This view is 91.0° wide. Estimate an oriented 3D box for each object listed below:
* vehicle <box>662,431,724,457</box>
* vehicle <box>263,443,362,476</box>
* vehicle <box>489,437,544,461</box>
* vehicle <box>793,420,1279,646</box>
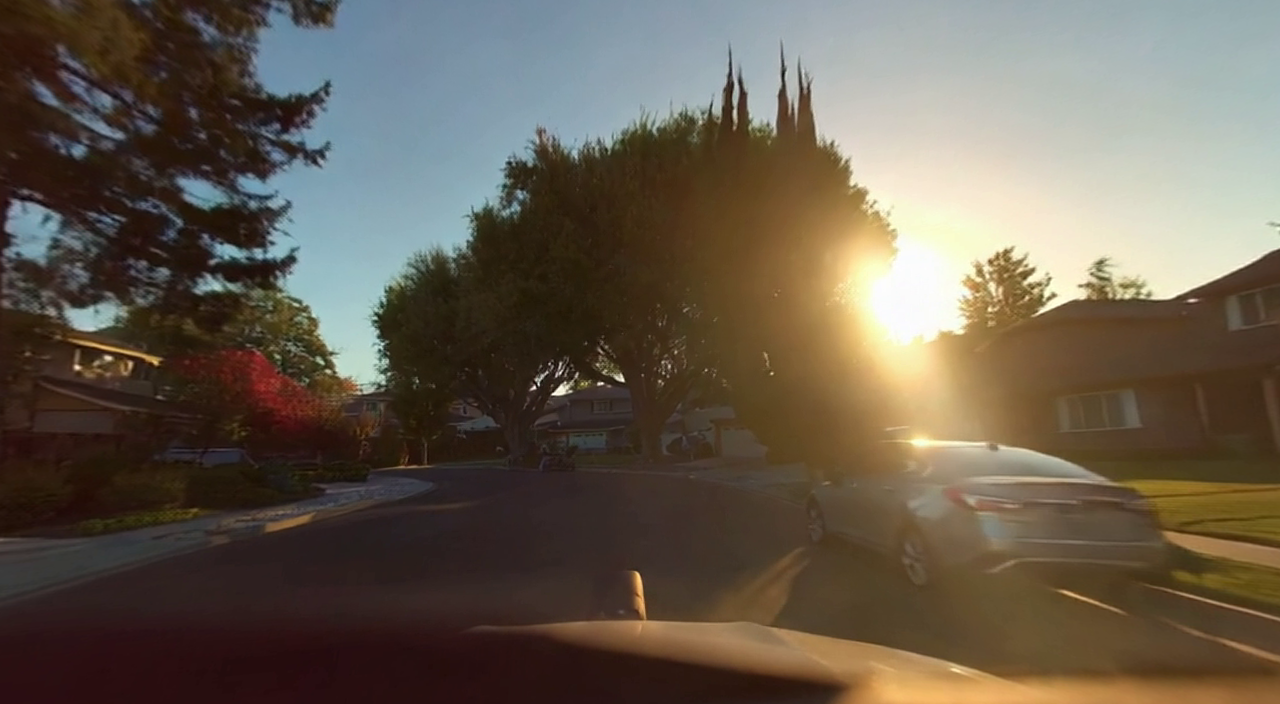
[{"bbox_3d":[4.011,6.929,47.277,2.208,1.773,5.065,-7,-11,37],"label":"vehicle"},{"bbox_3d":[-17.537,5.749,33.767,4.330,1.657,2.037,-2,-9,14],"label":"vehicle"},{"bbox_3d":[-9.438,7.458,48.526,2.064,1.758,5.132,-3,-9,15],"label":"vehicle"},{"bbox_3d":[3.317,1.569,6.658,1.998,1.489,4.722,0,-9,-3],"label":"vehicle"}]
